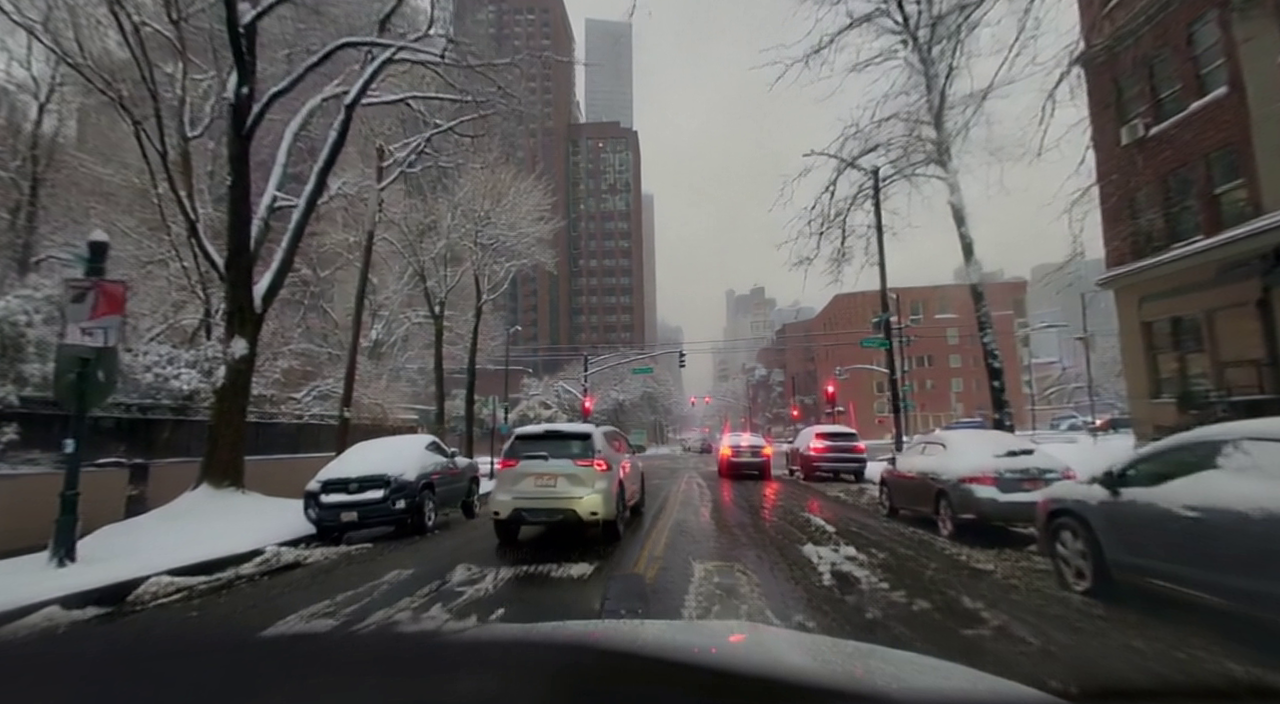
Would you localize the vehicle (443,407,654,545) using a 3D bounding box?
[{"bbox_3d":[-1.209,2.061,11.214,2.333,1.832,5.200,-1,-9,7],"label":"vehicle"}]

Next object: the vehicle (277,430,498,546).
[{"bbox_3d":[-4.491,2.461,12.184,2.013,1.772,4.439,-1,-9,7],"label":"vehicle"}]

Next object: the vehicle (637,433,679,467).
[{"bbox_3d":[1.043,5.308,34.443,1.979,1.723,3.849,-1,-8,6],"label":"vehicle"}]

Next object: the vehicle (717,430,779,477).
[{"bbox_3d":[4.088,3.855,24.163,2.111,1.619,4.077,-2,-9,9],"label":"vehicle"}]

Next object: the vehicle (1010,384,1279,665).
[{"bbox_3d":[4.666,1.087,4.285,1.883,1.601,4.305,-1,-8,4],"label":"vehicle"}]

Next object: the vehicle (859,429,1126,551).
[{"bbox_3d":[4.971,1.977,9.794,1.937,1.442,4.338,-1,-9,5],"label":"vehicle"}]

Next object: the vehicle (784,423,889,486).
[{"bbox_3d":[6.309,3.373,21.051,2.093,1.815,5.441,-1,-8,4],"label":"vehicle"}]
